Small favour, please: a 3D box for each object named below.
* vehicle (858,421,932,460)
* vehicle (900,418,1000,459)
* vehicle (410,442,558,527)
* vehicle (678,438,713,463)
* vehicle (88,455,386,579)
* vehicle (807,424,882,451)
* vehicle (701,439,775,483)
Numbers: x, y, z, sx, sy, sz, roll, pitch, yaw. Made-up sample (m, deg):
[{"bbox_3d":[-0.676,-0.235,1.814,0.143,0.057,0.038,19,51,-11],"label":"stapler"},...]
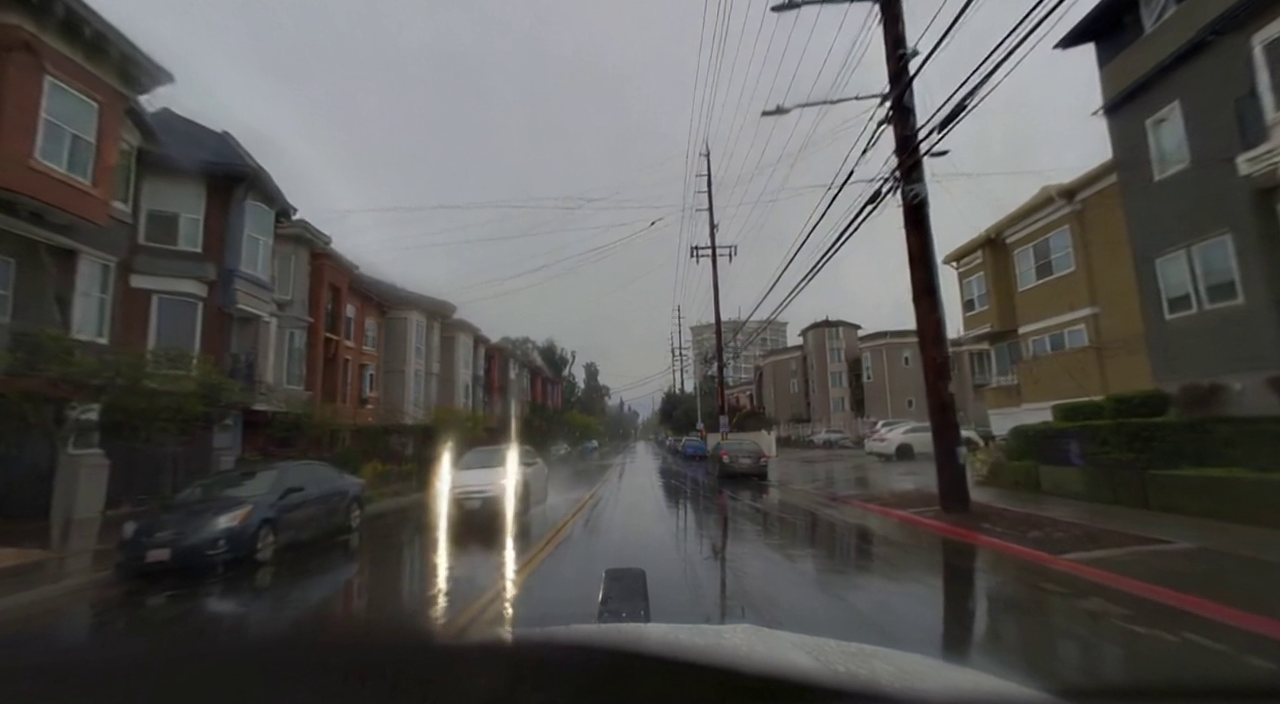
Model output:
[{"bbox_3d":[10.552,3.697,26.372,1.801,1.491,3.488,-1,-8,4],"label":"vehicle"},{"bbox_3d":[12.890,3.691,26.608,1.997,1.546,4.370,-2,-9,1],"label":"vehicle"},{"bbox_3d":[-3.085,2.689,13.532,2.052,1.483,4.276,0,-8,1],"label":"vehicle"},{"bbox_3d":[3.700,6.624,42.479,1.914,1.591,3.892,0,-8,-1],"label":"vehicle"},{"bbox_3d":[-6.127,2.503,10.445,1.863,1.449,4.536,-1,-8,2],"label":"vehicle"},{"bbox_3d":[13.243,5.583,41.141,1.897,1.659,4.648,4,-9,-27],"label":"vehicle"},{"bbox_3d":[3.510,3.984,23.475,1.928,1.440,4.738,0,-8,-1],"label":"vehicle"}]
